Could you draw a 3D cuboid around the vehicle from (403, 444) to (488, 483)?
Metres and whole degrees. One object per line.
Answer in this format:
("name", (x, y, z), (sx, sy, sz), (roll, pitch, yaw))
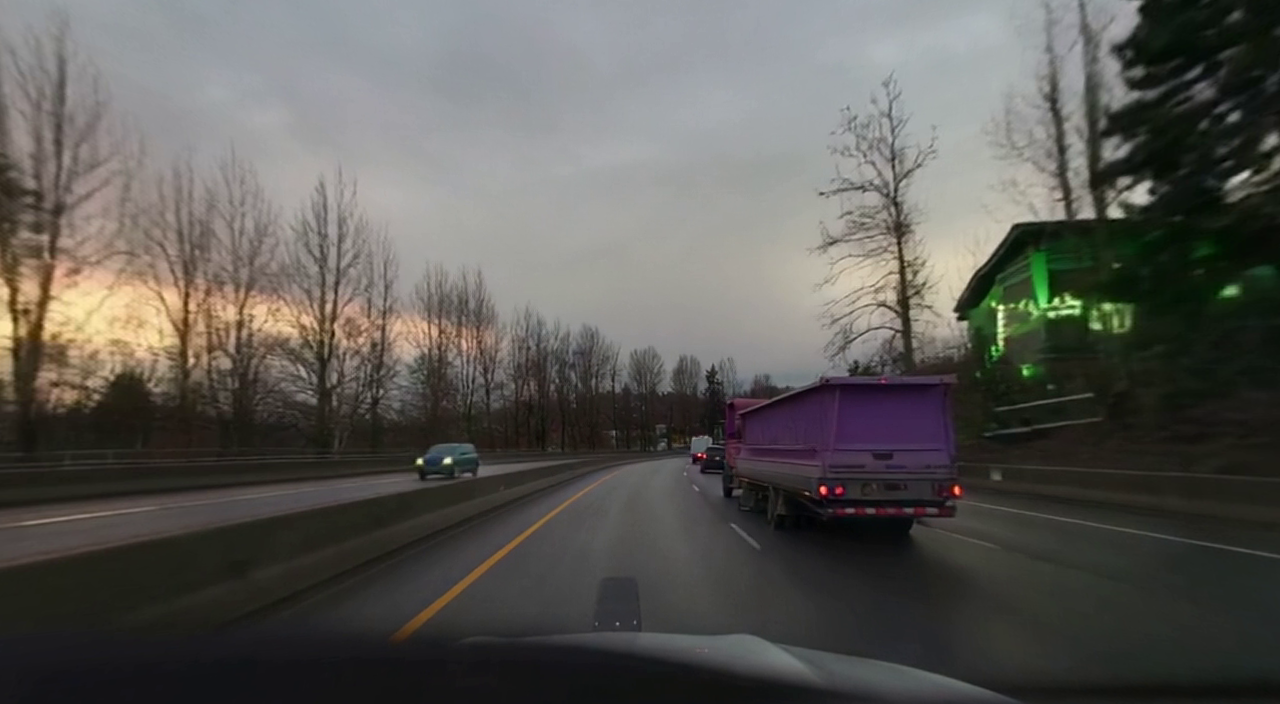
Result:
("vehicle", (-8.265, 4.775, 27.157), (1.962, 1.539, 4.572), (-1, -9, 4))

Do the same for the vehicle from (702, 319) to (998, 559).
("vehicle", (3.816, 2.365, 16.601), (2.916, 3.563, 14.462), (0, -9, 0))
